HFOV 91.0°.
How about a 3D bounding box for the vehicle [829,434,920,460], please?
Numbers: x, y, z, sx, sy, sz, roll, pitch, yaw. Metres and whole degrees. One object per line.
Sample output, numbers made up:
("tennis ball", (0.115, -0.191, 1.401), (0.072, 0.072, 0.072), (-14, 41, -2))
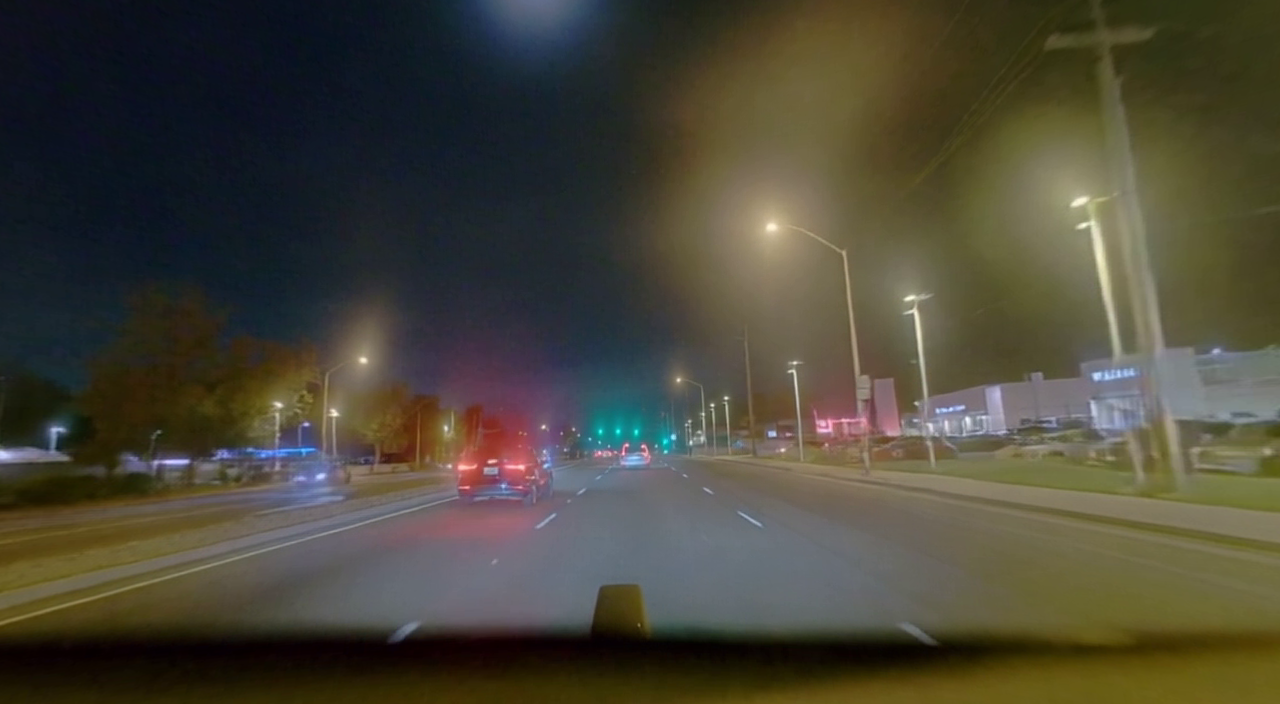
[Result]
("vehicle", (13.962, 5.662, 37.657), (4.630, 1.497, 2.016), (0, -9, 0))

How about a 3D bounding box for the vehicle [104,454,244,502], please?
("vehicle", (-23.106, 6.205, 31.684), (2.416, 2.082, 6.190), (0, -9, -2))

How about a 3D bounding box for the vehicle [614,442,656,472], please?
("vehicle", (-0.267, 5.415, 32.741), (2.019, 1.459, 4.005), (0, -9, -1))

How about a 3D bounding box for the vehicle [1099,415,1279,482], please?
("vehicle", (14.468, 2.401, 15.748), (4.307, 1.552, 2.063), (0, -9, 0))

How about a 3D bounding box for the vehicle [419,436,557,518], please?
("vehicle", (-3.133, 2.662, 13.960), (1.939, 1.496, 4.309), (0, -9, 0))
